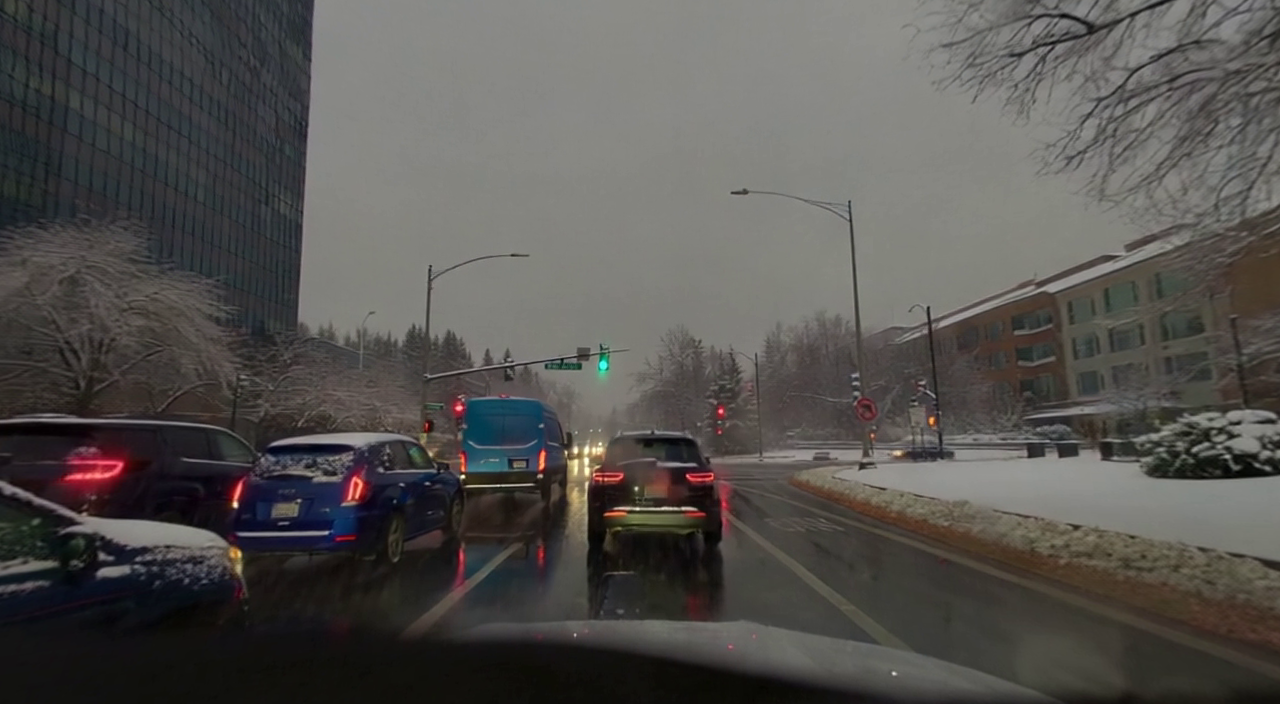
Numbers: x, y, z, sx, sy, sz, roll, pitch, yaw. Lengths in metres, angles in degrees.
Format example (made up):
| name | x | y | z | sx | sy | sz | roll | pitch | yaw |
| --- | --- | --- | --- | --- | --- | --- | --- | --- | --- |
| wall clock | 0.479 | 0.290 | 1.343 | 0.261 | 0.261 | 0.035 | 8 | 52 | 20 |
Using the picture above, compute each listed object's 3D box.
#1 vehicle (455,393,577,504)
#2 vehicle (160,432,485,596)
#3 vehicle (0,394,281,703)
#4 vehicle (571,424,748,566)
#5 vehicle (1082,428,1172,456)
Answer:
| name | x | y | z | sx | sy | sz | roll | pitch | yaw |
| --- | --- | --- | --- | --- | --- | --- | --- | --- | --- |
| vehicle | -3.283 | 2.767 | 18.048 | 2.343 | 2.635 | 5.684 | 0 | -9 | 0 |
| vehicle | -3.494 | 1.845 | 8.022 | 1.955 | 1.499 | 4.223 | 0 | -9 | 0 |
| vehicle | -2.904 | 0.820 | 1.466 | 1.893 | 1.491 | 3.798 | 0 | -9 | -1 |
| vehicle | 0.177 | 1.889 | 8.903 | 1.979 | 1.562 | 3.630 | 0 | -9 | -1 |
| vehicle | 28.640 | 5.356 | 37.060 | 1.762 | 1.487 | 4.488 | -1 | -9 | 2 |
